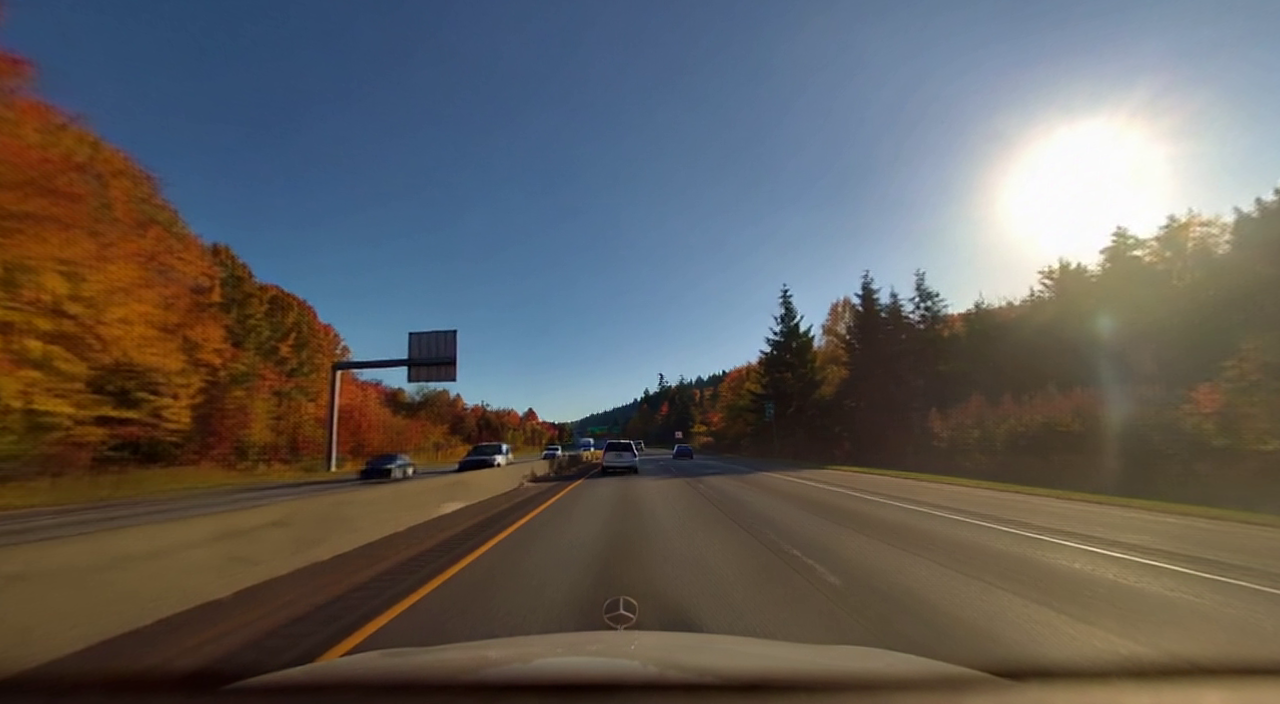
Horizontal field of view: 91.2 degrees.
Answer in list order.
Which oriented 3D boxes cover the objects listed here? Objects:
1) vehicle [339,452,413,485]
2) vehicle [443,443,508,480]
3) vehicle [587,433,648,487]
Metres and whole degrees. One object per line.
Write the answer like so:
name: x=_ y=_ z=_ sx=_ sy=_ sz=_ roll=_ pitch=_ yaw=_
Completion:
vehicle: x=-13.565 y=5.996 z=32.500 sx=1.896 sy=1.501 sz=4.530 roll=0 pitch=-9 yaw=0
vehicle: x=-8.924 y=5.993 z=34.500 sx=2.152 sy=1.839 sz=5.038 roll=-1 pitch=-9 yaw=0
vehicle: x=-0.714 y=3.760 z=22.129 sx=1.937 sy=1.699 sz=3.936 roll=0 pitch=-9 yaw=0
